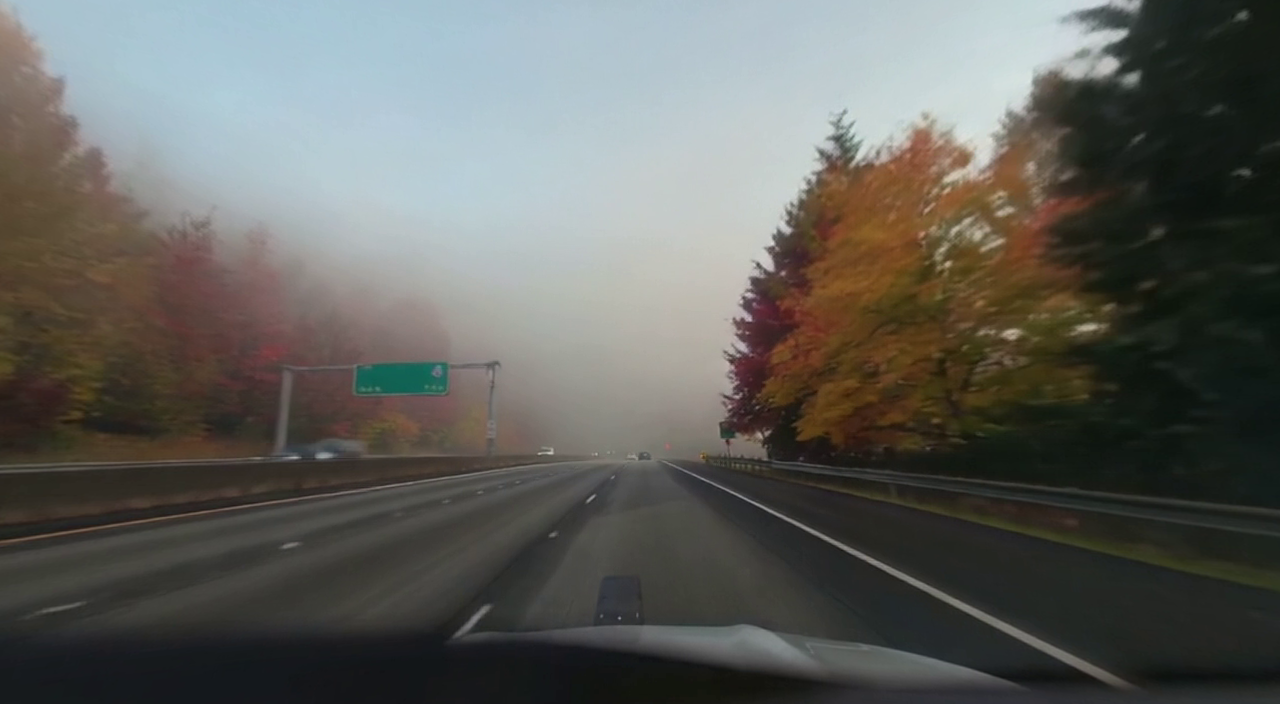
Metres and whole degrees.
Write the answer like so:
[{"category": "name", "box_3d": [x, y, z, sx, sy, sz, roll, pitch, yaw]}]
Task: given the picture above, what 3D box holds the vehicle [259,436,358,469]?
[{"category": "vehicle", "box_3d": [-15.283, 4.665, 29.175, 2.467, 1.373, 3.927, 0, -9, -1]}]
